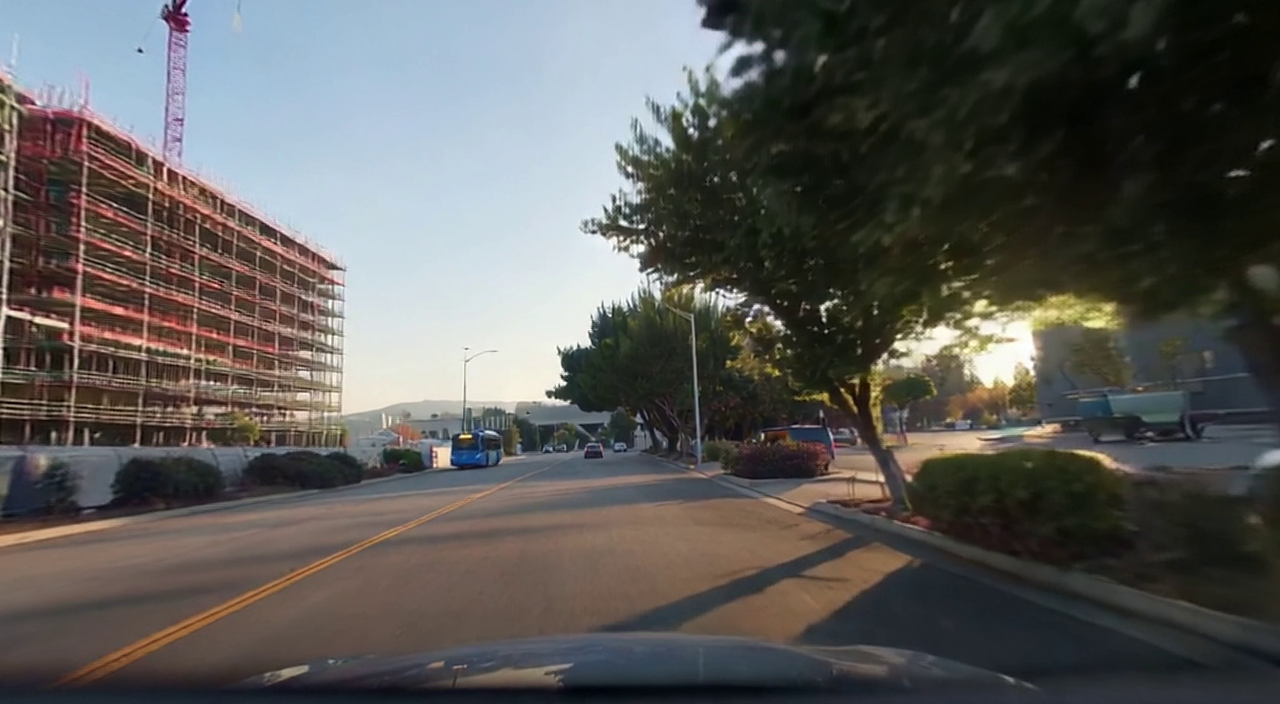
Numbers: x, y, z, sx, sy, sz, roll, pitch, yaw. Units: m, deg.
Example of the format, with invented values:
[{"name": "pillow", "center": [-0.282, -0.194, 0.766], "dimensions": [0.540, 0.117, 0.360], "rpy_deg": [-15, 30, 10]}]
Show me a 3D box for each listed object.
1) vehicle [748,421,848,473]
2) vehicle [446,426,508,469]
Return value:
[{"name": "vehicle", "center": [6.364, 3.969, 26.411], "dimensions": [2.267, 1.911, 5.816], "rpy_deg": [1, -9, -5]}, {"name": "vehicle", "center": [-11.735, 6.944, 45.992], "dimensions": [2.979, 2.803, 5.962], "rpy_deg": [-1, -8, -1]}]
